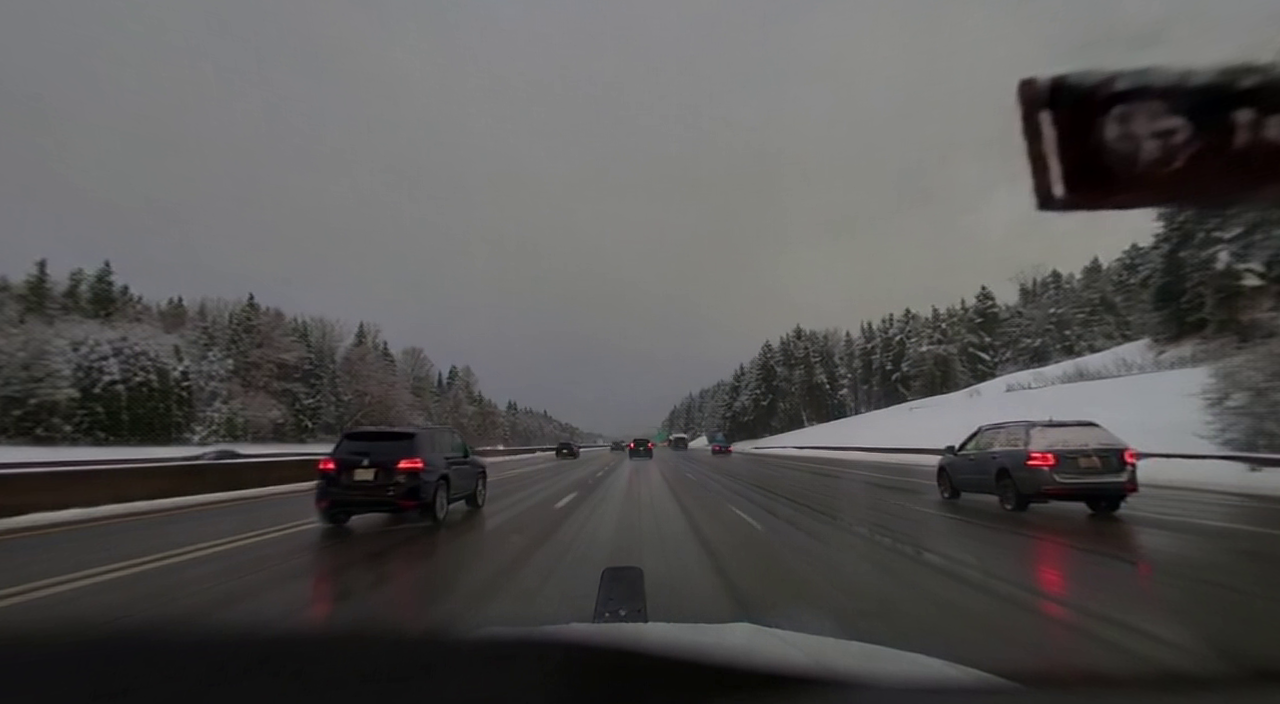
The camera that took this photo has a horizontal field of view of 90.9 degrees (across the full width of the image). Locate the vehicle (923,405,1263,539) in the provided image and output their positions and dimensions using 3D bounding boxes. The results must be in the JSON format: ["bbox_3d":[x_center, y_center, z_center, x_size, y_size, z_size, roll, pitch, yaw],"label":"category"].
[{"bbox_3d":[7.124,1.945,10.876,2.123,1.756,4.959,0,-8,0],"label":"vehicle"}]

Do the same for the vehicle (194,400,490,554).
[{"bbox_3d":[-4.014,1.791,9.737,2.118,1.750,4.875,0,-8,1],"label":"vehicle"}]

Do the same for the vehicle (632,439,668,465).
[{"bbox_3d":[0.569,6.089,38.455,2.050,1.452,3.917,0,-8,-1],"label":"vehicle"}]
